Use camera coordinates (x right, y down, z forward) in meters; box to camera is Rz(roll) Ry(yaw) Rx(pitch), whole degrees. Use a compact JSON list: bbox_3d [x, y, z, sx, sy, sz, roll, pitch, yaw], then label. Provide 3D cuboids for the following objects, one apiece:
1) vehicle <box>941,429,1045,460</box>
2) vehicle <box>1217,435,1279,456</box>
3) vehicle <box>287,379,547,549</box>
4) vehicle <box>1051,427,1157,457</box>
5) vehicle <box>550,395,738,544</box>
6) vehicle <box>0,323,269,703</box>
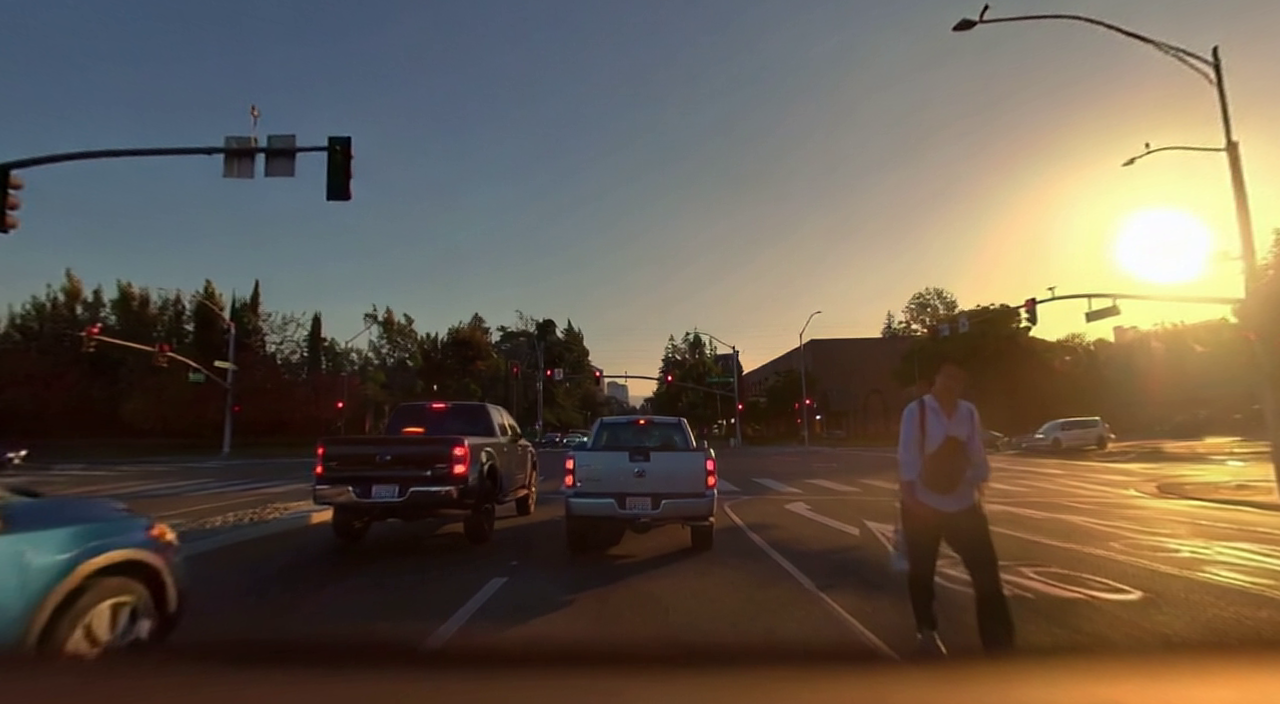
[{"bbox_3d":[19.448,5.112,34.716,4.624,1.601,1.871,1,-8,-3],"label":"vehicle"},{"bbox_3d":[44.935,6.770,45.534,4.396,1.479,1.778,1,-8,-2],"label":"vehicle"},{"bbox_3d":[-2.897,1.627,9.632,2.220,1.926,4.870,0,-8,-1],"label":"vehicle"},{"bbox_3d":[28.088,5.477,38.133,4.849,1.759,2.041,1,-8,-3],"label":"vehicle"},{"bbox_3d":[-0.005,1.722,9.784,2.204,1.738,4.690,0,-8,-1],"label":"vehicle"},{"bbox_3d":[-3.339,0.654,1.593,2.006,1.707,4.448,0,-8,1],"label":"vehicle"}]
